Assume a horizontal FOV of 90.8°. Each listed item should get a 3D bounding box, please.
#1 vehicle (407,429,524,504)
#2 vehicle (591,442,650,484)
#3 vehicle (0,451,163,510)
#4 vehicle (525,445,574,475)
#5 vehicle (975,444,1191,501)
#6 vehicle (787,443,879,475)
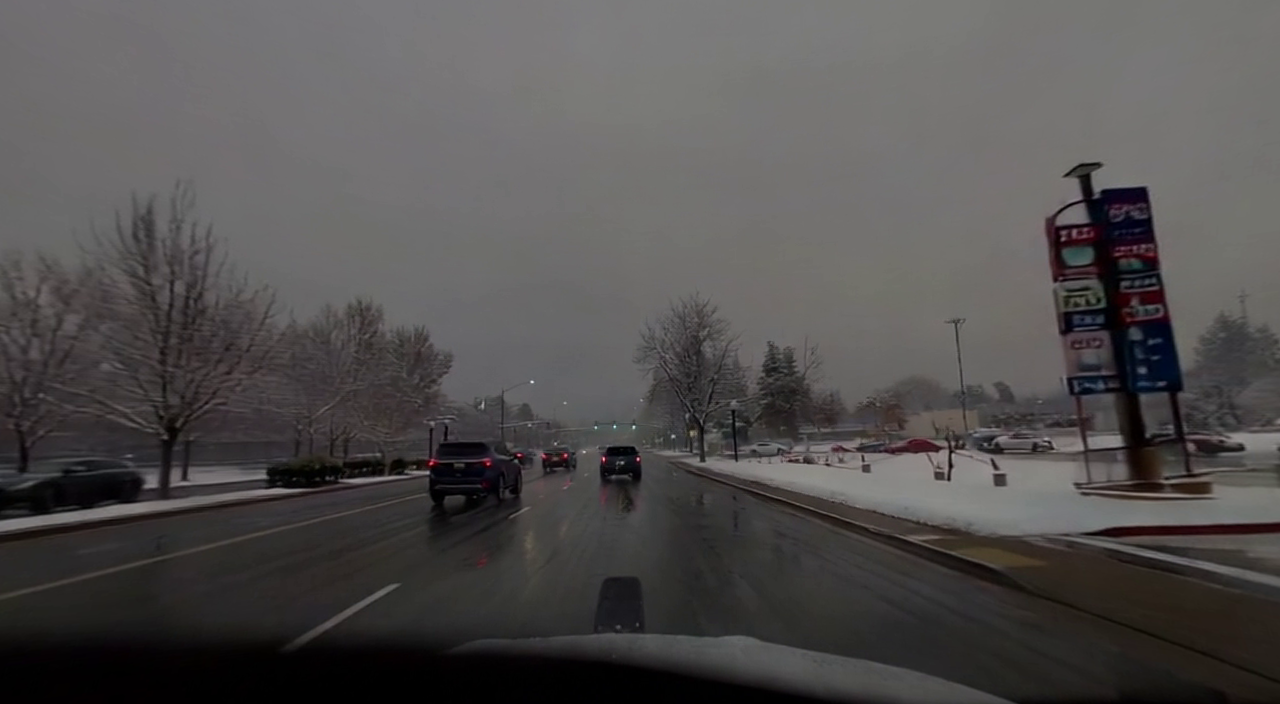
[{"bbox_3d":[-4.691,3.136,17.726,2.096,1.807,4.413,0,-8,-1],"label":"vehicle"},{"bbox_3d":[-0.743,4.222,24.301,2.061,1.469,3.954,0,-8,-2],"label":"vehicle"},{"bbox_3d":[-22.806,5.129,25.813,2.221,2.017,5.861,-2,-8,-2],"label":"vehicle"},{"bbox_3d":[-4.776,5.787,34.113,1.973,1.456,4.850,0,-9,0],"label":"vehicle"},{"bbox_3d":[13.357,3.641,19.383,4.877,1.603,2.197,-1,-8,4],"label":"vehicle"},{"bbox_3d":[12.127,6.714,39.961,5.102,1.889,2.038,0,-8,-4],"label":"vehicle"}]
